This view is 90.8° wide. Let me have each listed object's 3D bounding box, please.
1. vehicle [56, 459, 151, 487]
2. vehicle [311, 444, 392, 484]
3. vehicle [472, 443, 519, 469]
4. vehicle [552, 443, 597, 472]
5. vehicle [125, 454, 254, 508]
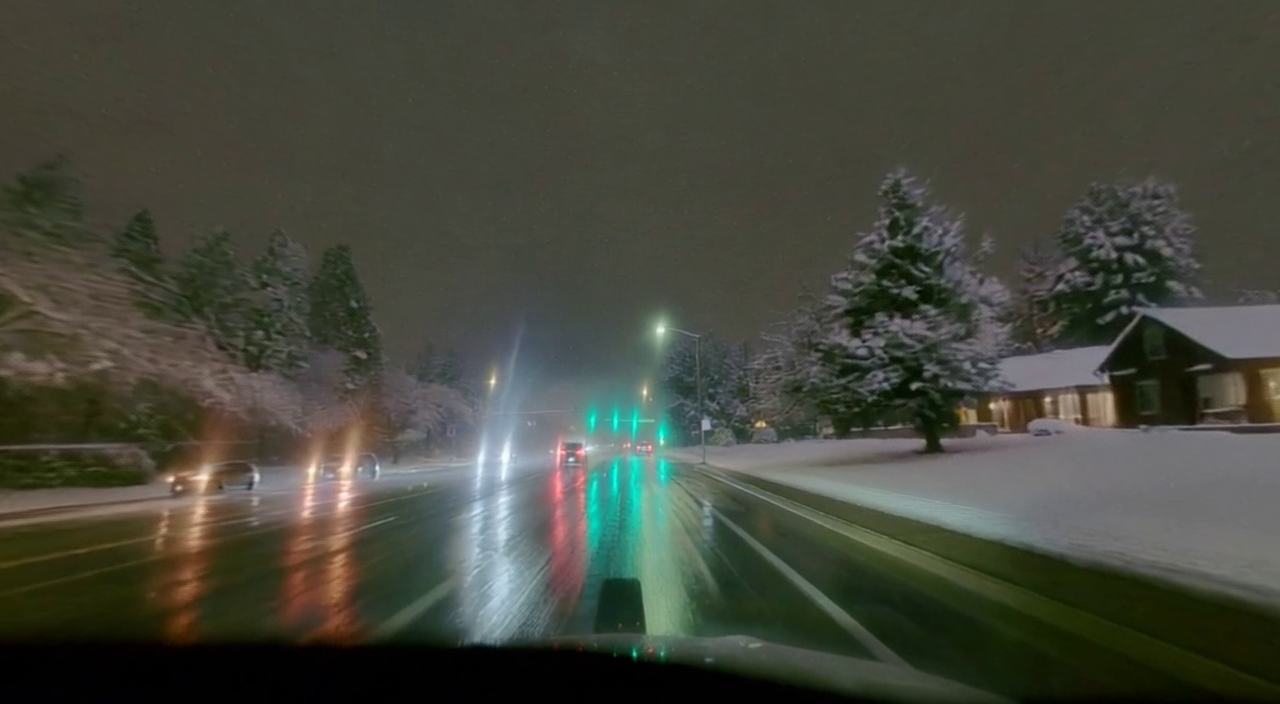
[{"bbox_3d":[-29.854,6.710,35.185,4.066,1.437,1.955,-3,-8,15],"label":"vehicle"},{"bbox_3d":[-17.444,6.752,38.530,2.255,1.987,5.723,-4,-7,1],"label":"vehicle"},{"bbox_3d":[-10.147,7.330,44.722,2.168,1.703,4.753,0,-8,1],"label":"vehicle"},{"bbox_3d":[-3.494,5.699,34.441,1.992,1.447,4.044,0,-8,0],"label":"vehicle"},{"bbox_3d":[-17.518,4.980,24.889,1.948,1.602,4.544,-4,-7,-3],"label":"vehicle"}]
